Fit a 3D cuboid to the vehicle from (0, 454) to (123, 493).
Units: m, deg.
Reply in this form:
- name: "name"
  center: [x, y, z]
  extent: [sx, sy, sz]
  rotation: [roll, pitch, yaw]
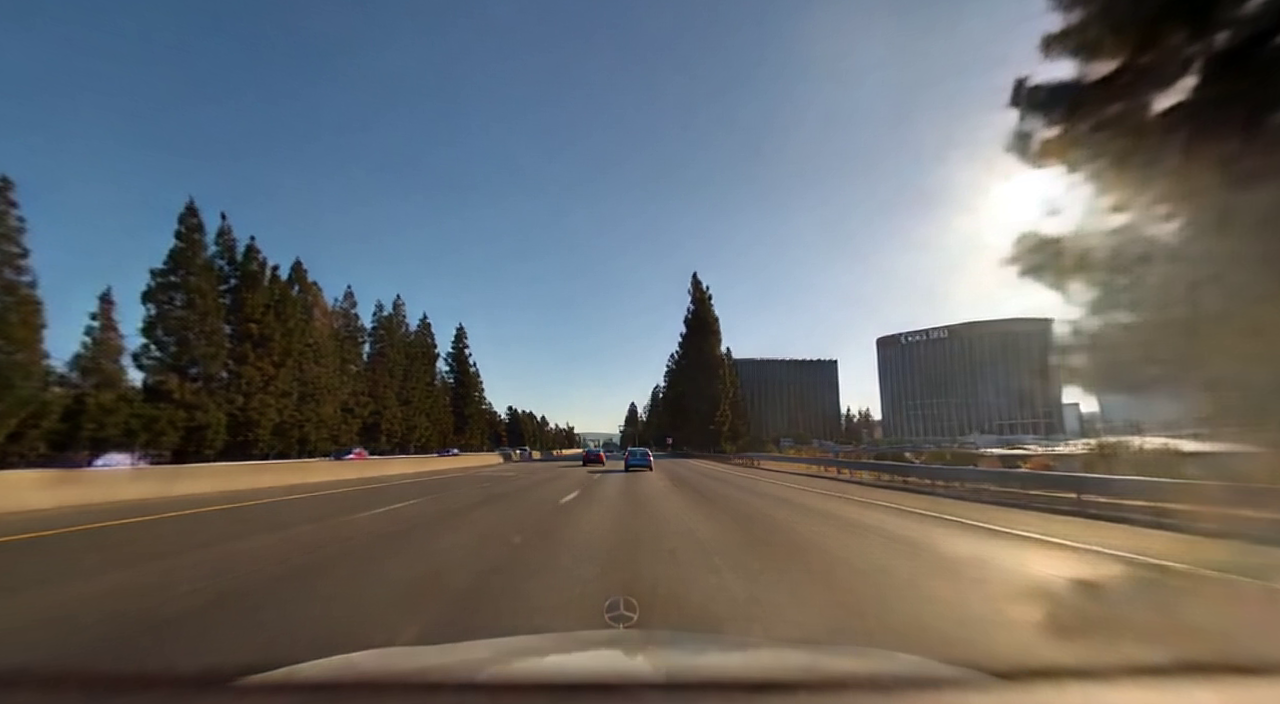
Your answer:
- name: "vehicle"
  center: [-30.031, 6.226, 32.753]
  extent: [2.054, 1.774, 4.953]
  rotation: [0, -9, 0]

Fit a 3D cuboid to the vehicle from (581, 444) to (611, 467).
- name: "vehicle"
  center: [-3.435, 8.164, 49.790]
  extent: [2.049, 1.659, 4.183]
  rotation: [0, -9, 0]

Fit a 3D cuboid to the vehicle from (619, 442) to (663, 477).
- name: "vehicle"
  center: [0.026, 5.896, 34.786]
  extent: [2.302, 1.810, 4.707]
  rotation: [0, -9, -1]
